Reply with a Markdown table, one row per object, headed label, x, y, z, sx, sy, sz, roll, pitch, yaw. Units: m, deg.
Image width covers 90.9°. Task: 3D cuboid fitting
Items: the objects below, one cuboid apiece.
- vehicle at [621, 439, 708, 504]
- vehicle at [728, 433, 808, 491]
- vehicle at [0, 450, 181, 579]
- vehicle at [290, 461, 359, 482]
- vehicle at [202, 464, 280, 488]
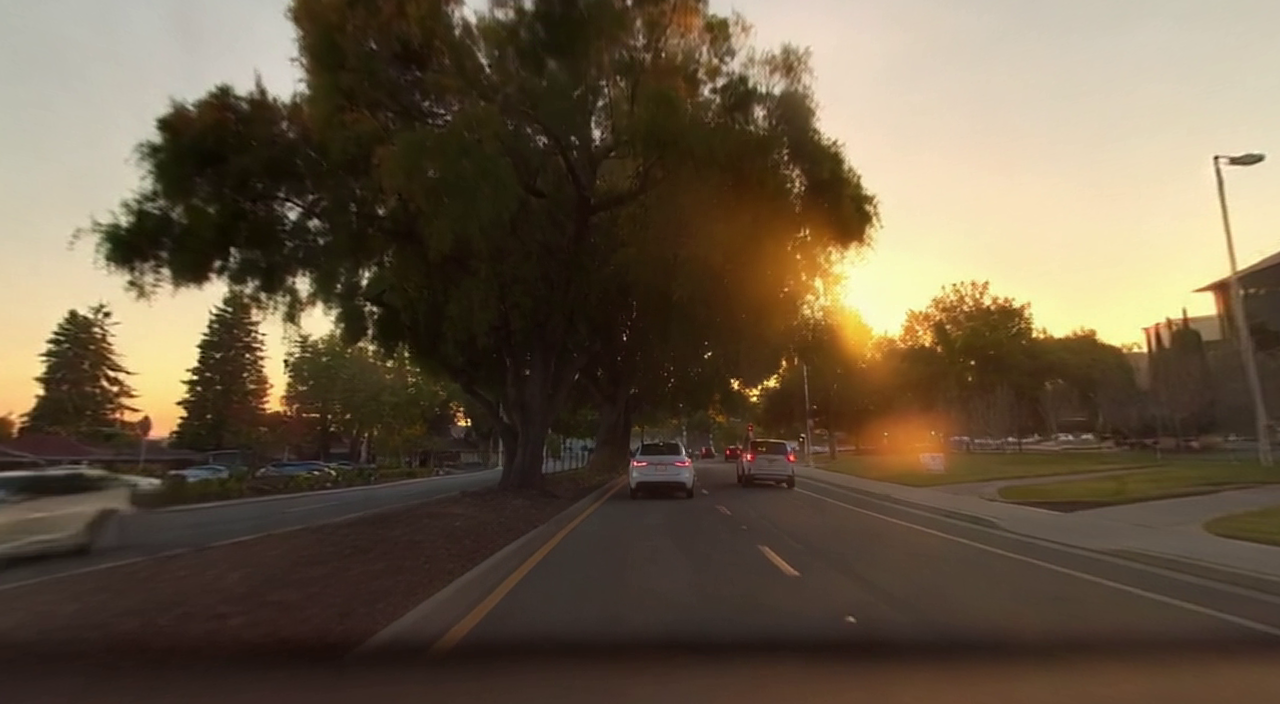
| label | x | y | z | sx | sy | sz | roll | pitch | yaw |
| --- | --- | --- | --- | --- | --- | --- | --- | --- | --- |
| vehicle | 0.672 | 3.291 | 17.841 | 2.154 | 1.585 | 3.997 | -1 | -8 | 2 |
| vehicle | 4.450 | 3.909 | 22.807 | 1.953 | 1.818 | 5.299 | -1 | -8 | 2 |
| vehicle | -8.159 | 1.964 | 7.706 | 1.773 | 1.449 | 4.322 | -2 | -9 | 1 |
| vehicle | -24.406 | 9.275 | 48.861 | 4.374 | 1.502 | 1.925 | -1 | -8 | 6 |
| vehicle | -26.292 | 8.180 | 41.582 | 4.011 | 1.473 | 1.913 | -2 | -9 | 9 |
